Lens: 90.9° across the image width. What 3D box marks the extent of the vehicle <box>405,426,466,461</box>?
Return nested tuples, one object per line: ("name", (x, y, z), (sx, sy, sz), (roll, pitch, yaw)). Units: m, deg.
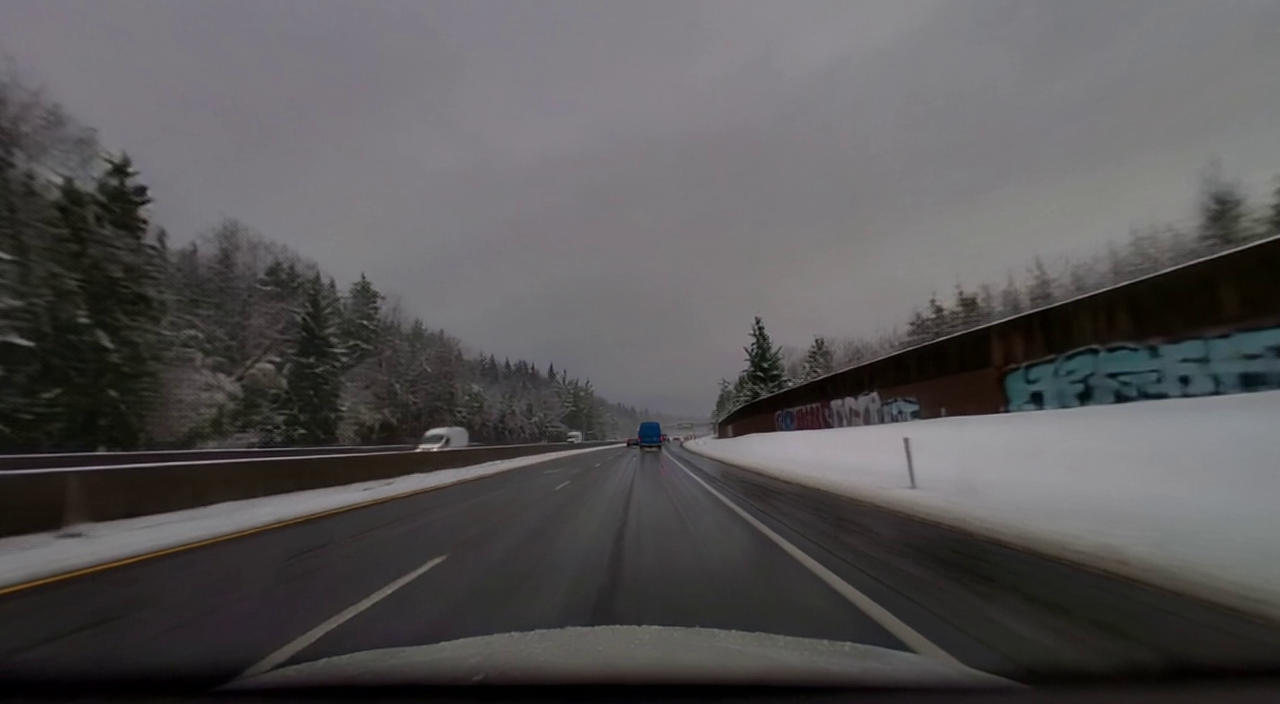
("vehicle", (-14.146, 6.358, 43.921), (2.452, 2.234, 5.008), (-1, -8, 2))
